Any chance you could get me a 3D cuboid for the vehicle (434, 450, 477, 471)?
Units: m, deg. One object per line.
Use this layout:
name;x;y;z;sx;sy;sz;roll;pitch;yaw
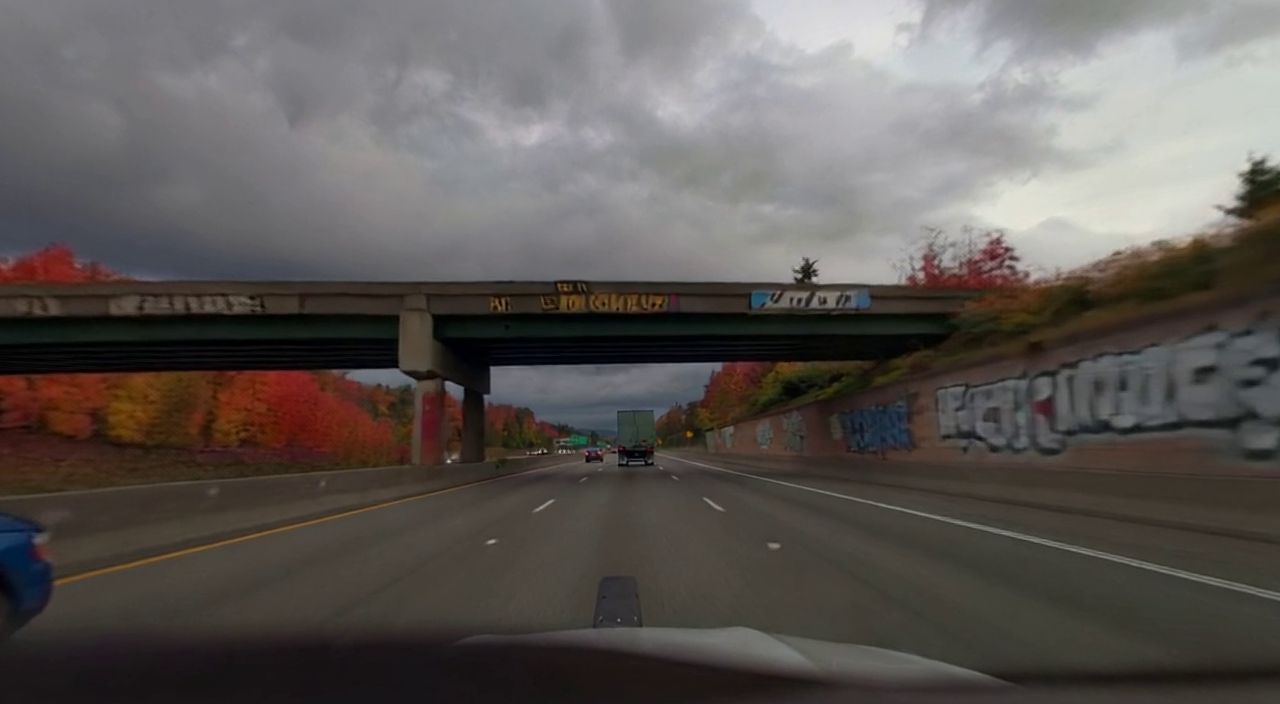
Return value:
vehicle;-14.112;8.314;48.213;1.987;1.536;4.515;0;-9;-1
